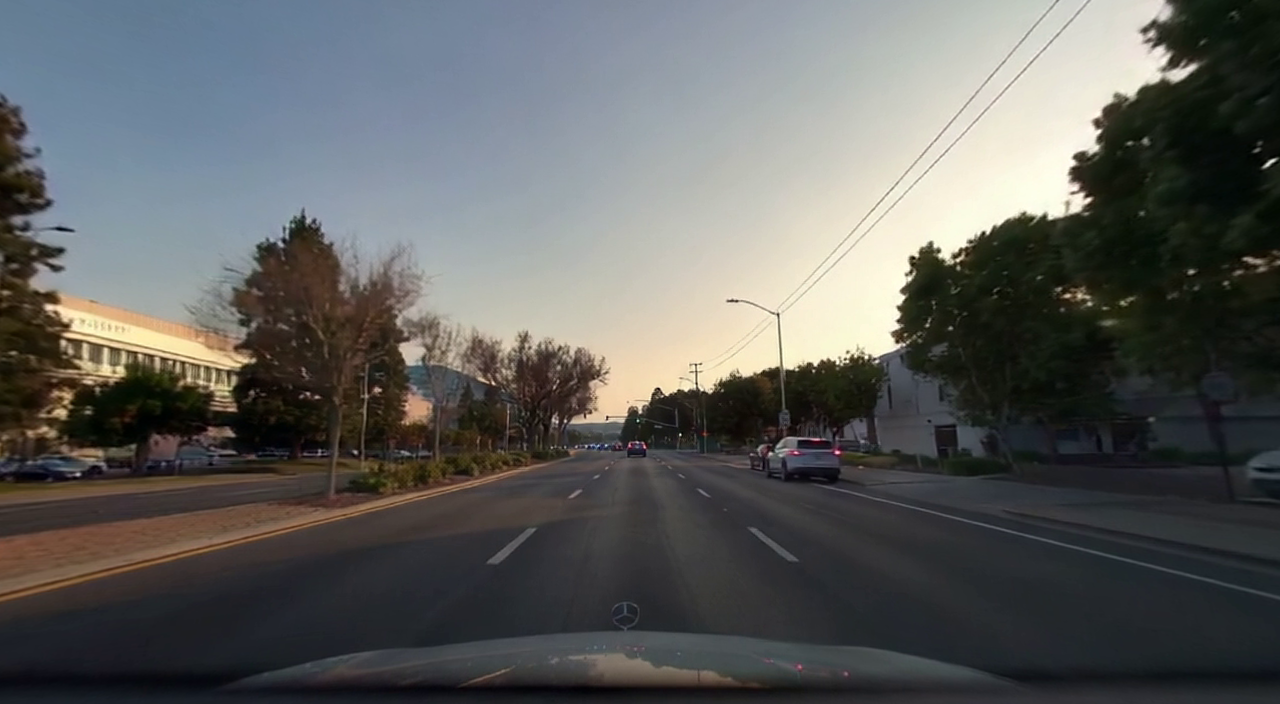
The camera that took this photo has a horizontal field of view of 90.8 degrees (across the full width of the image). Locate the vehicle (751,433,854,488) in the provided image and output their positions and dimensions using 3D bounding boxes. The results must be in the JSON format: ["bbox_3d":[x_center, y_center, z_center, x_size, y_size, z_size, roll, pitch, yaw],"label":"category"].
[{"bbox_3d":[5.824,3.952,23.456,2.295,1.804,4.971,0,-8,-3],"label":"vehicle"}]

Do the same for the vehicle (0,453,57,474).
[{"bbox_3d":[-47.758,8.471,48.103,1.793,1.472,4.450,-5,-10,33],"label":"vehicle"}]
